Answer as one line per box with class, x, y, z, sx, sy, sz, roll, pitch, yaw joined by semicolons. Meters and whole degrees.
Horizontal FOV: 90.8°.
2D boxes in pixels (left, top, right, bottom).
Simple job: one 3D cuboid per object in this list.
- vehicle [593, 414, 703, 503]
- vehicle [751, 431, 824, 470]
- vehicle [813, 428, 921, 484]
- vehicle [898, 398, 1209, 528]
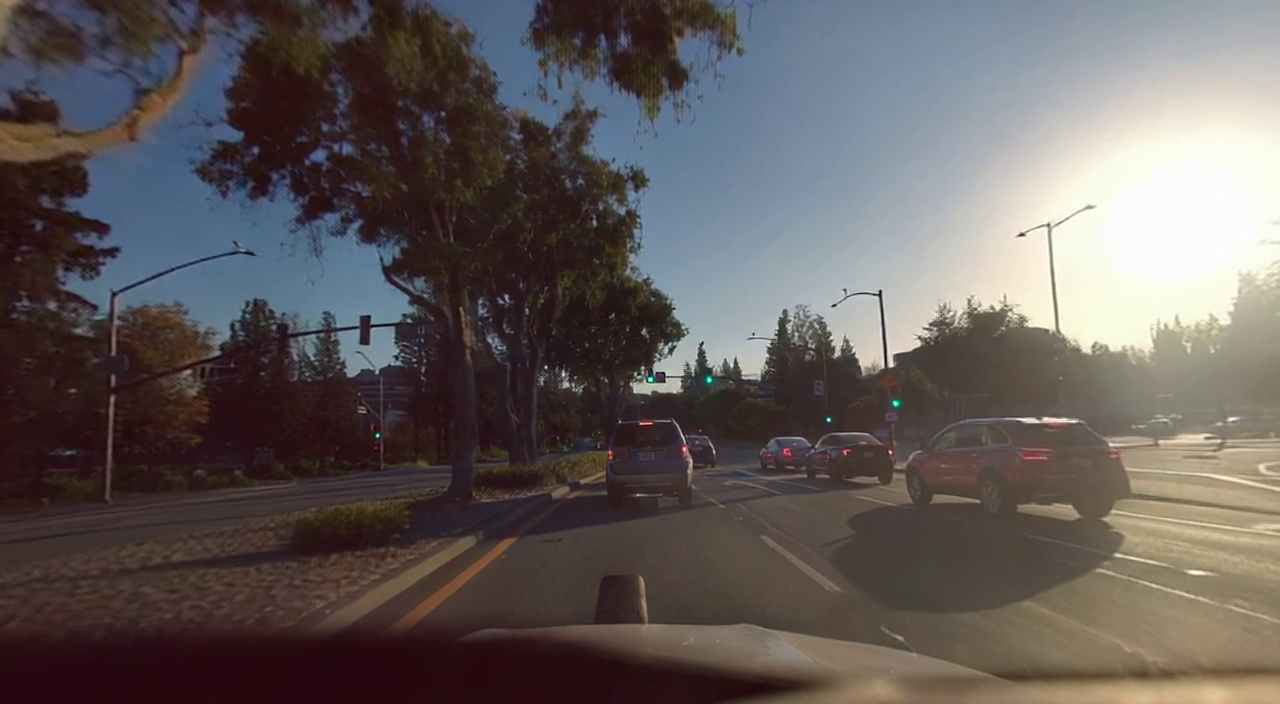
vehicle;0.148;2.599;15.688;2.353;1.894;4.122;0;-9;-1
vehicle;7.339;4.986;32.002;2.440;1.775;4.791;0;-9;-1
vehicle;7.343;3.431;20.942;2.025;1.642;4.189;0;-9;0
vehicle;7.128;2.026;11.932;2.251;1.873;5.346;0;-9;0
